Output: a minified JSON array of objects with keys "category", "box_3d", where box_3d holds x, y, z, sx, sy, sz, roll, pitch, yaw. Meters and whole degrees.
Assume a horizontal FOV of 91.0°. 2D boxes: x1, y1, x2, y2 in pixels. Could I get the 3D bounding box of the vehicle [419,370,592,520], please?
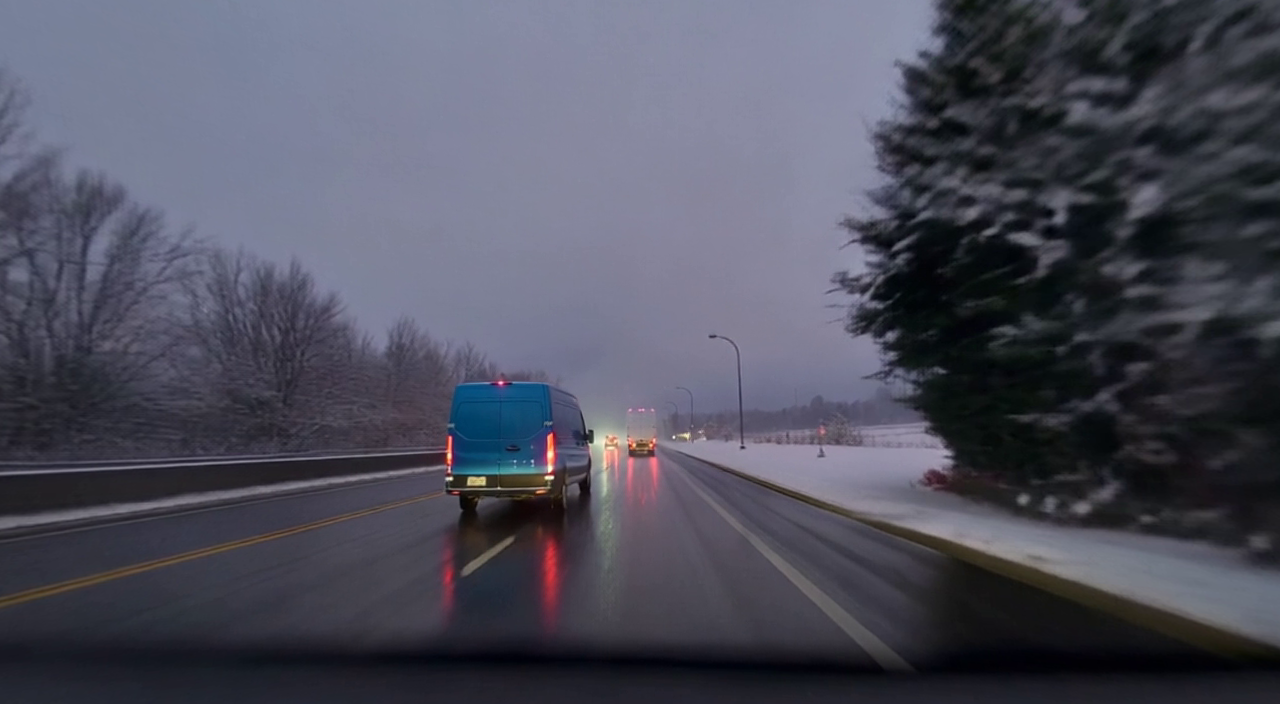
[{"category":"vehicle","box_3d":[-2.593,2.061,14.150,2.497,2.628,6.016,0,-8,0]}]
